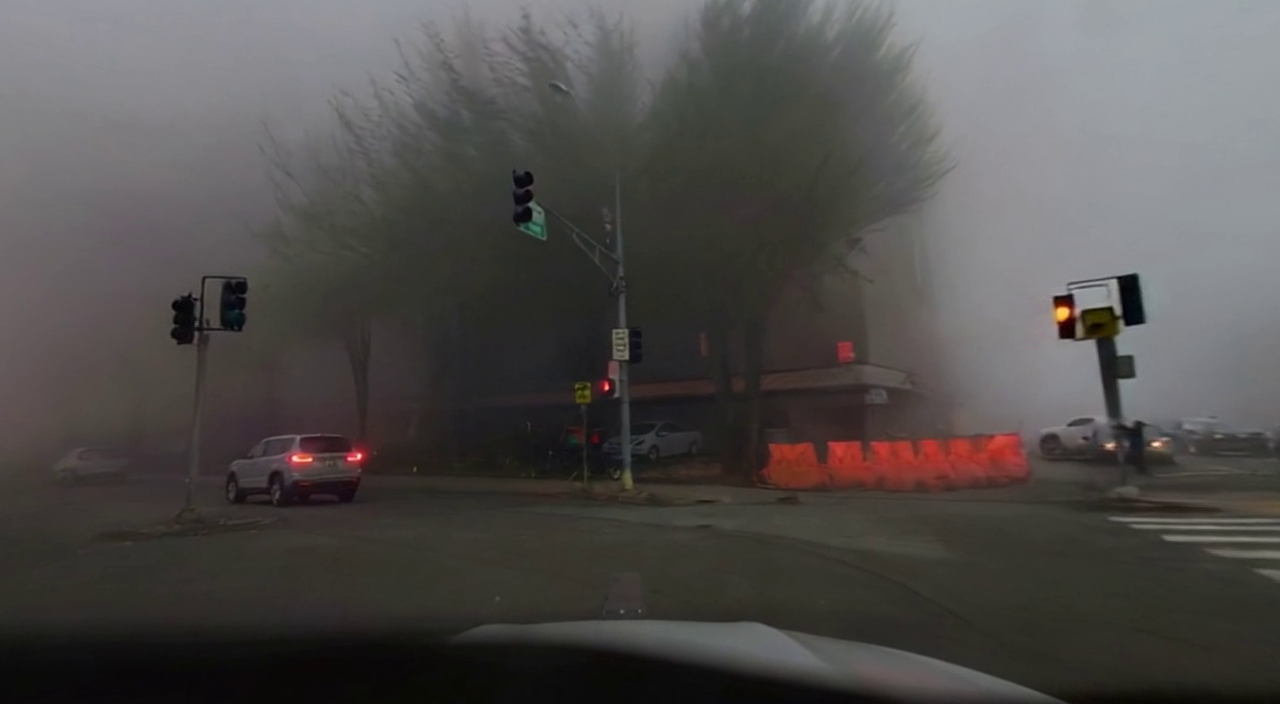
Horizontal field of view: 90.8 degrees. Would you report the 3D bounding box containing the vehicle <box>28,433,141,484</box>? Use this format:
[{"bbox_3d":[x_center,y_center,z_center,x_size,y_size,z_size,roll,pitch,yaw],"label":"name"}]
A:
[{"bbox_3d":[-23.120,4.361,26.203,5.548,1.911,2.206,-6,-10,36],"label":"vehicle"}]

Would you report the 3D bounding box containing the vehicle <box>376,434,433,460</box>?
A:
[{"bbox_3d":[-18.215,7.345,49.022,1.694,1.802,4.028,-6,-7,30],"label":"vehicle"}]

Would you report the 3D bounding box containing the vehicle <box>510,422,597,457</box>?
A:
[{"bbox_3d":[-4.932,4.975,35.901,4.593,1.856,2.090,-5,-10,32],"label":"vehicle"}]

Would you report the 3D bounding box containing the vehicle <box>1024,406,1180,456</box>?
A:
[{"bbox_3d":[16.922,2.969,23.478,4.382,1.688,1.937,-5,-10,29],"label":"vehicle"}]

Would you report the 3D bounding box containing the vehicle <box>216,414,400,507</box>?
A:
[{"bbox_3d":[-8.139,2.550,15.254,5.118,1.859,2.256,-8,-11,43],"label":"vehicle"}]

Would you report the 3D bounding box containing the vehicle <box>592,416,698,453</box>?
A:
[{"bbox_3d":[0.209,4.285,32.872,5.080,1.766,2.272,-6,-8,33],"label":"vehicle"}]
